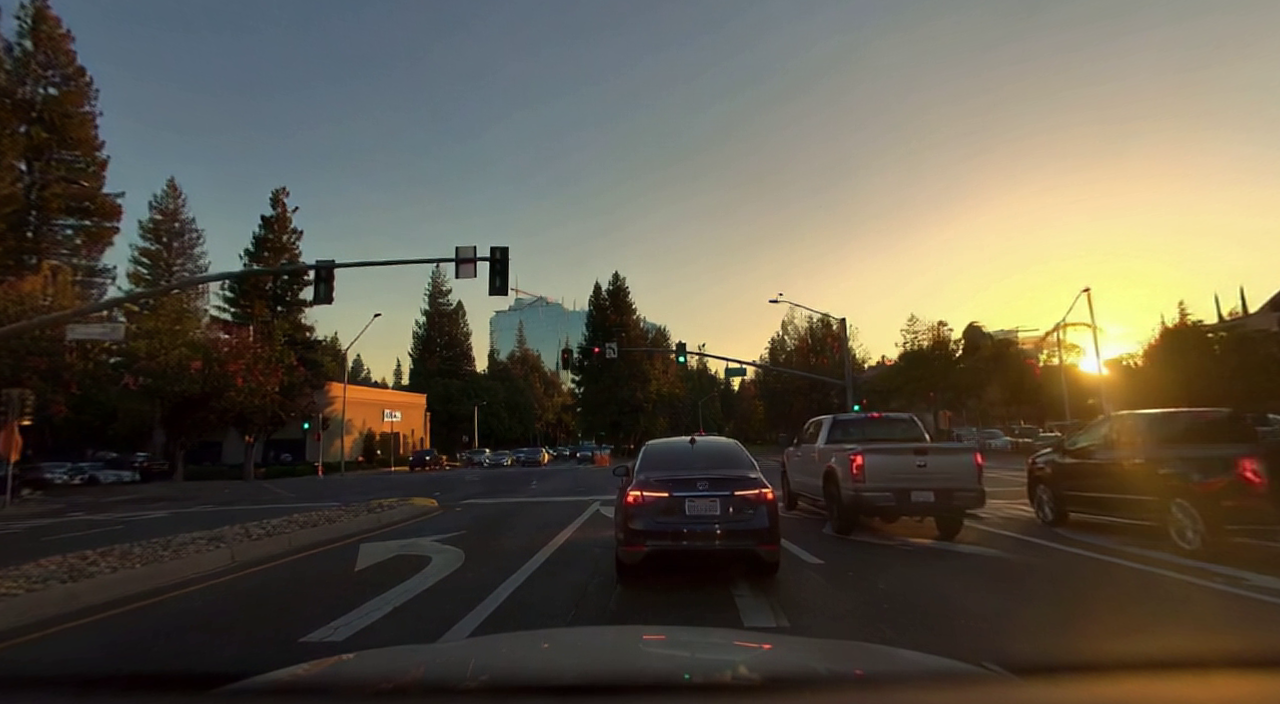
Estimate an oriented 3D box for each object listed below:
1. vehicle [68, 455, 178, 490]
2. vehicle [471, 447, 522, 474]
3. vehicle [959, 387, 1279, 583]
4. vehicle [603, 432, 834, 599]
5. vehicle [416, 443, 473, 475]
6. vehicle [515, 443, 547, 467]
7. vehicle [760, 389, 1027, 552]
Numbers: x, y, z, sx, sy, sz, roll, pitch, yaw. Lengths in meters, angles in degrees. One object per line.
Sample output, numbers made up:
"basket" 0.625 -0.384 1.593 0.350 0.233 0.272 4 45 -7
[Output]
"vehicle" -29.085 6.739 35.562 4.789 1.828 2.025 -2 -9 10
"vehicle" -8.304 6.319 36.899 2.002 1.469 4.301 0 -8 -1
"vehicle" 7.270 1.756 9.234 2.323 2.009 5.266 0 -8 -1
"vehicle" 0.610 1.716 7.494 2.038 1.447 3.756 0 -8 -3
"vehicle" -11.940 6.531 38.842 1.991 1.844 4.393 0 -8 1
"vehicle" -8.553 8.087 49.740 1.904 1.789 4.021 0 -8 -1
"vehicle" 3.834 1.941 10.992 2.358 2.116 5.328 0 -8 -1
